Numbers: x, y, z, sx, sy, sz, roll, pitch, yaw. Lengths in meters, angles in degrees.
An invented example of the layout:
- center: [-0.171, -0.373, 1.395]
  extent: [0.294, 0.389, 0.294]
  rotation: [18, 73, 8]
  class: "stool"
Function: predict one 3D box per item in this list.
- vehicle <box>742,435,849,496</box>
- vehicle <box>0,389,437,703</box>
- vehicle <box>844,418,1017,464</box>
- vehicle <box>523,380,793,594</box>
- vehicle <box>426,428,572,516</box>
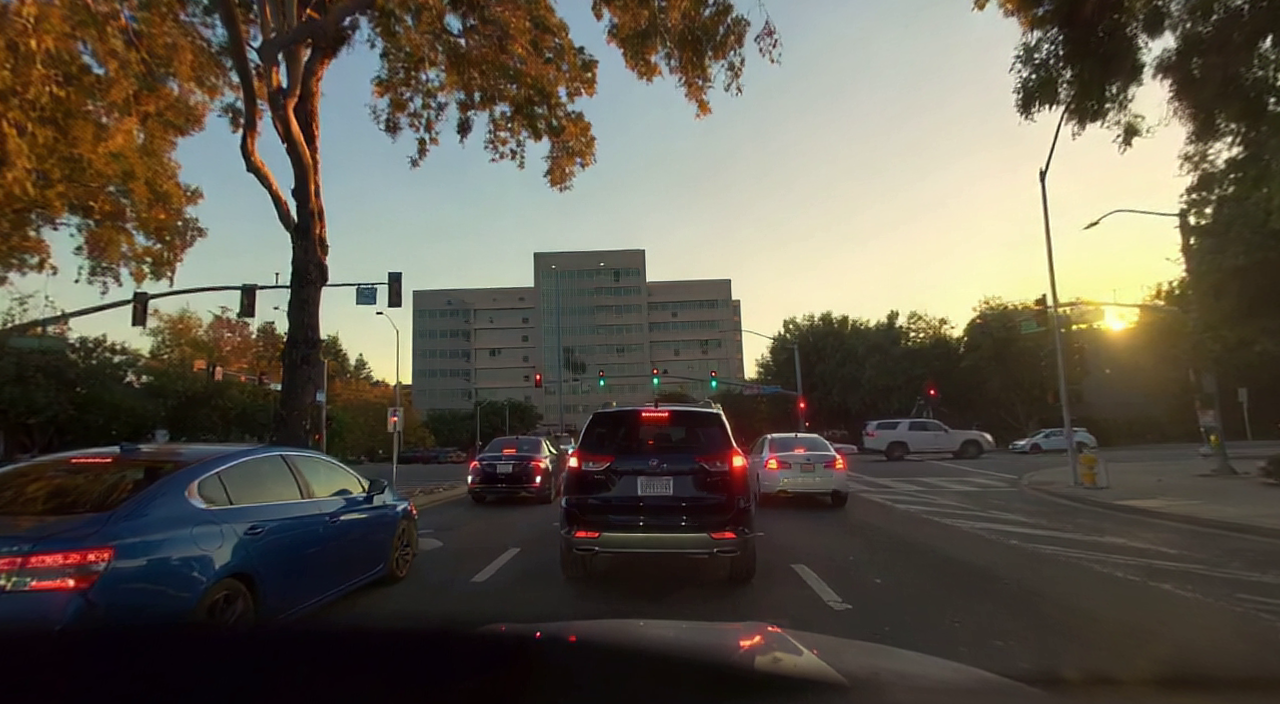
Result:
- center: [4.096, 3.057, 17.339]
  extent: [1.979, 1.453, 4.011]
  rotation: [0, -8, 1]
  class: "vehicle"
- center: [-3.220, 1.197, 4.401]
  extent: [1.958, 1.494, 4.624]
  rotation: [0, -8, 2]
  class: "vehicle"
- center: [13.361, 4.208, 29.666]
  extent: [6.879, 1.984, 2.808]
  rotation: [-2, -9, 15]
  class: "vehicle"
- center: [0.203, 1.467, 7.654]
  extent: [2.300, 1.832, 4.331]
  rotation: [0, -8, 1]
  class: "vehicle"
- center: [-2.684, 2.391, 13.084]
  extent: [1.851, 1.502, 4.042]
  rotation: [0, -8, 4]
  class: "vehicle"
